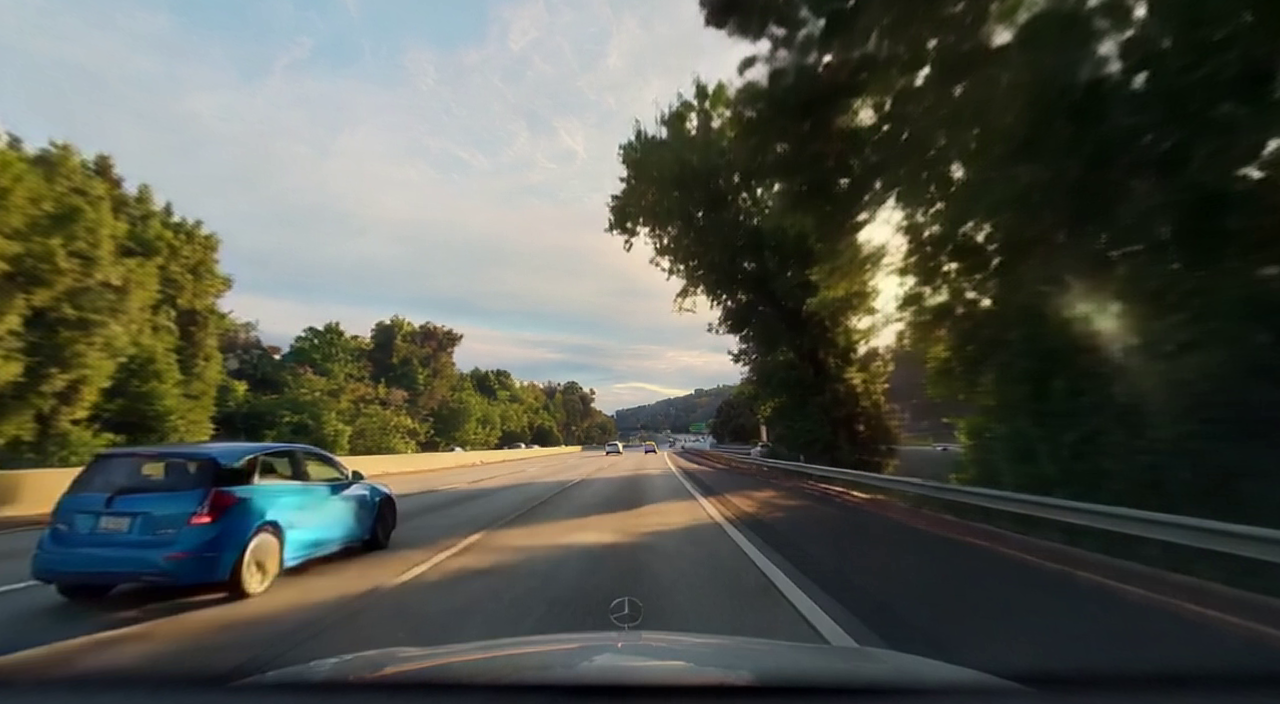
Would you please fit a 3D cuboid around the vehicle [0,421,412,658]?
[{"bbox_3d":[-4.137,1.500,6.230,1.996,1.454,4.495,0,-8,1],"label":"vehicle"}]
